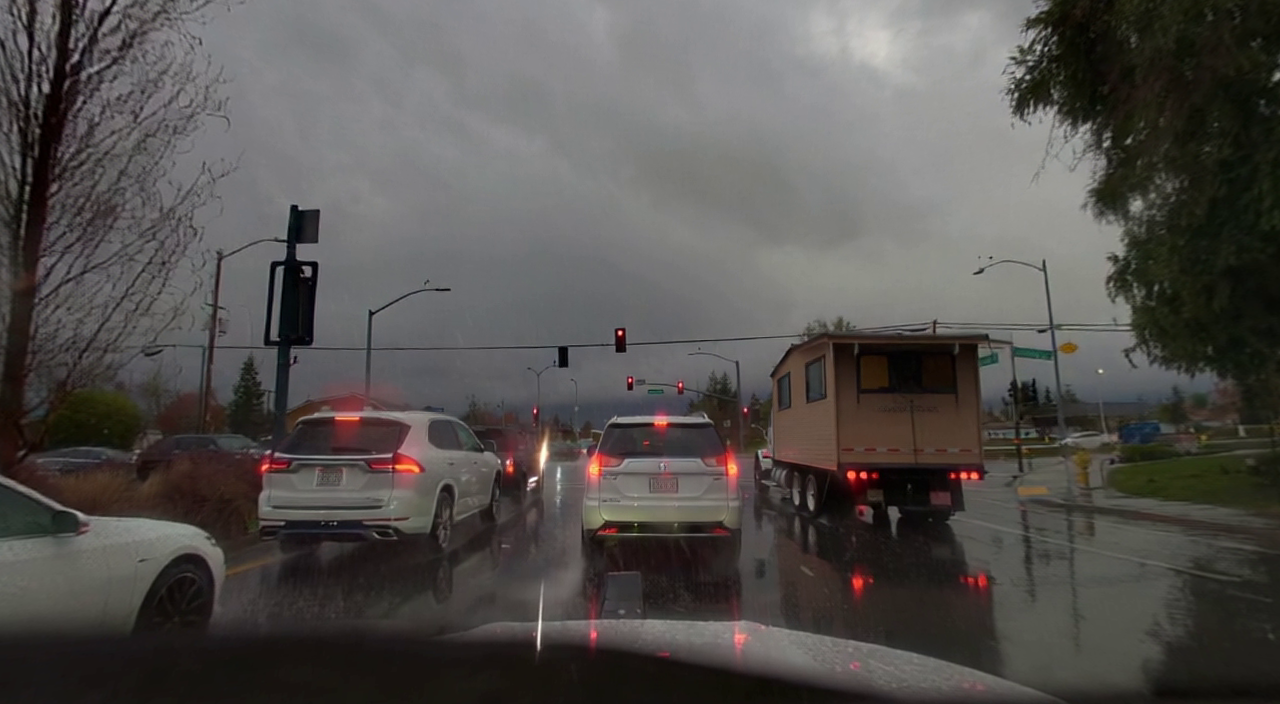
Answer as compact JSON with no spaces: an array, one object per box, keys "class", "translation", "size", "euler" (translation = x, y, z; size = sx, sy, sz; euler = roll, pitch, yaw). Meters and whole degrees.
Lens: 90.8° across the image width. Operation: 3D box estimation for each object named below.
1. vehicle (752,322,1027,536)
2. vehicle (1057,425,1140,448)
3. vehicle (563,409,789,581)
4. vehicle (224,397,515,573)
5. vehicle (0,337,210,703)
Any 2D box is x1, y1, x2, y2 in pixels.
[{"class":"vehicle","translation":[3.686,1.390,10.984],"size":[2.531,2.750,5.595],"euler":[0,-9,1]},{"class":"vehicle","translation":[33.170,6.151,45.879],"size":[4.671,1.595,1.824],"euler":[-6,-10,31]},{"class":"vehicle","translation":[0.360,1.709,8.306],"size":[2.189,1.649,4.171],"euler":[0,-9,0]},{"class":"vehicle","translation":[-3.265,1.715,8.854],"size":[2.085,1.812,4.388],"euler":[0,-9,0]},{"class":"vehicle","translation":[-3.423,0.677,1.483],"size":[1.952,1.730,4.116],"euler":[0,-9,-1]}]
